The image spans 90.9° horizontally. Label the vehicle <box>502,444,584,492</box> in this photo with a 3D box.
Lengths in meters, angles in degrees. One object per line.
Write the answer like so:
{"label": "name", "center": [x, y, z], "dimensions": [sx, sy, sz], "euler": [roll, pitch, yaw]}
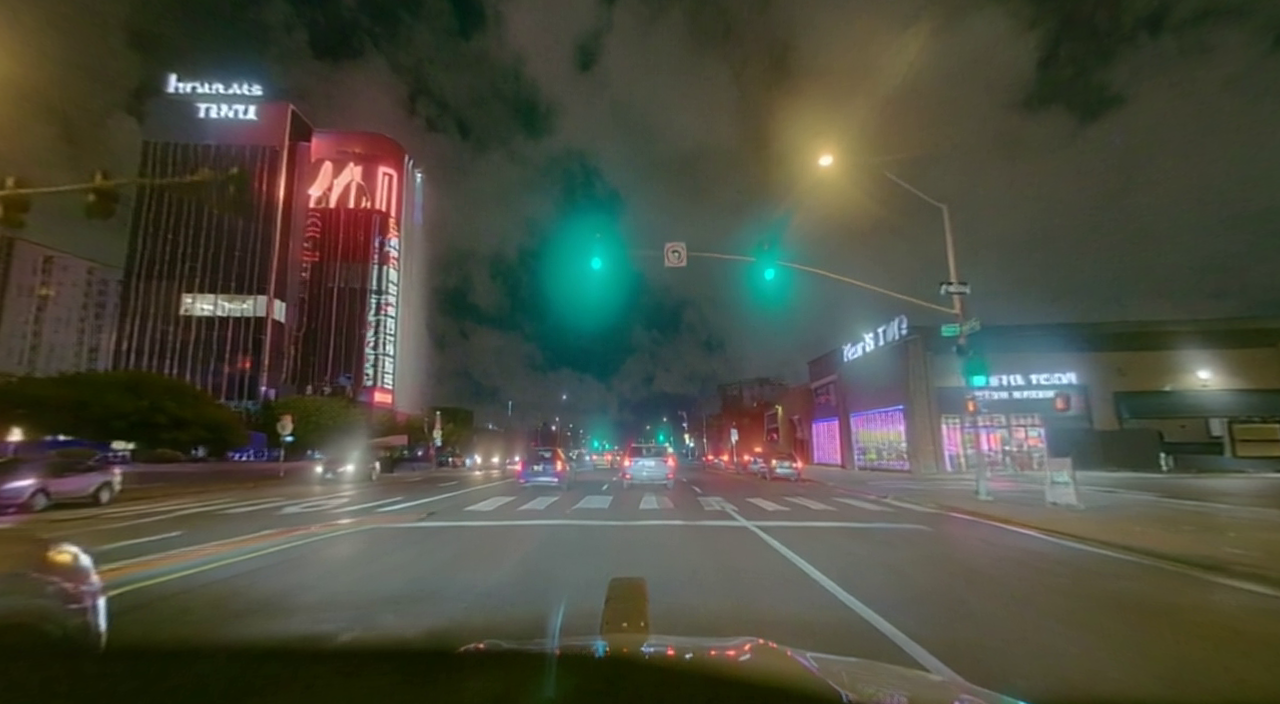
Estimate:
{"label": "vehicle", "center": [-3.178, 3.895, 21.564], "dimensions": [1.950, 1.450, 4.257], "euler": [0, -9, 2]}

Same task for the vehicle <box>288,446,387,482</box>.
{"label": "vehicle", "center": [-15.412, 5.696, 32.424], "dimensions": [2.161, 1.704, 4.554], "euler": [-2, -9, 12]}

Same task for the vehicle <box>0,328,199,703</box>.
{"label": "vehicle", "center": [-2.988, 0.545, 0.465], "dimensions": [2.049, 1.646, 4.445], "euler": [0, -9, 1]}

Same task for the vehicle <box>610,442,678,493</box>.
{"label": "vehicle", "center": [0.154, 3.781, 20.997], "dimensions": [2.037, 1.484, 4.073], "euler": [0, -9, 1]}

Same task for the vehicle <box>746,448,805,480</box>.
{"label": "vehicle", "center": [6.644, 5.543, 31.458], "dimensions": [1.944, 1.462, 4.406], "euler": [0, -9, 0]}
